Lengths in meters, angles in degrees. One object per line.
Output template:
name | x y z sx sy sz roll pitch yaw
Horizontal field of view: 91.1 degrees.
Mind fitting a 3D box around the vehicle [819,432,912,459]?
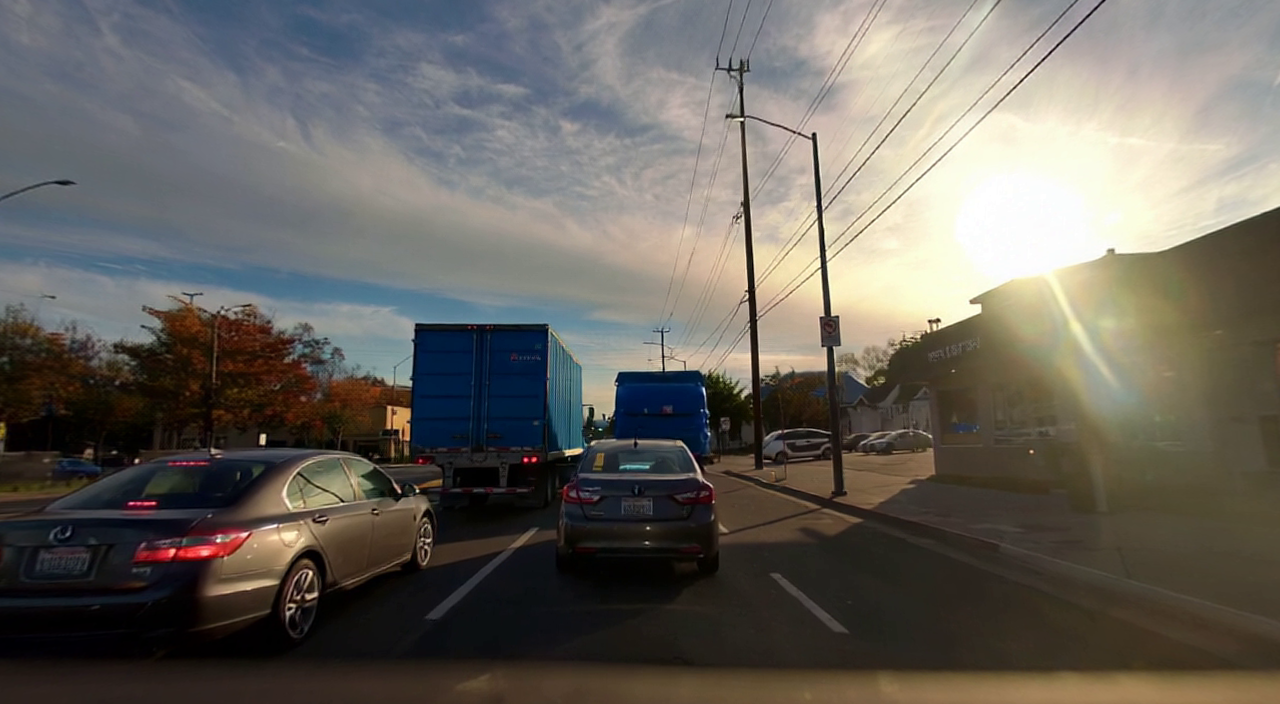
vehicle | 12.767 5.344 35.796 4.574 1.478 1.880 0 -8 3

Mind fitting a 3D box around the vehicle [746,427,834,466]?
vehicle | 7.782 4.982 33.066 2.061 1.845 4.829 3 -9 -21

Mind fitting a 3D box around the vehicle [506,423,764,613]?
vehicle | -0.087 1.642 7.177 2.067 1.506 4.118 0 -8 -1

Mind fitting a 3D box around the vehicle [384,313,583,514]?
vehicle | -3.254 1.649 15.469 3.020 3.800 7.105 0 -8 0

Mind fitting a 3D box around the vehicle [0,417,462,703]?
vehicle | -3.089 1.369 5.159 1.969 1.471 4.378 0 -8 0
